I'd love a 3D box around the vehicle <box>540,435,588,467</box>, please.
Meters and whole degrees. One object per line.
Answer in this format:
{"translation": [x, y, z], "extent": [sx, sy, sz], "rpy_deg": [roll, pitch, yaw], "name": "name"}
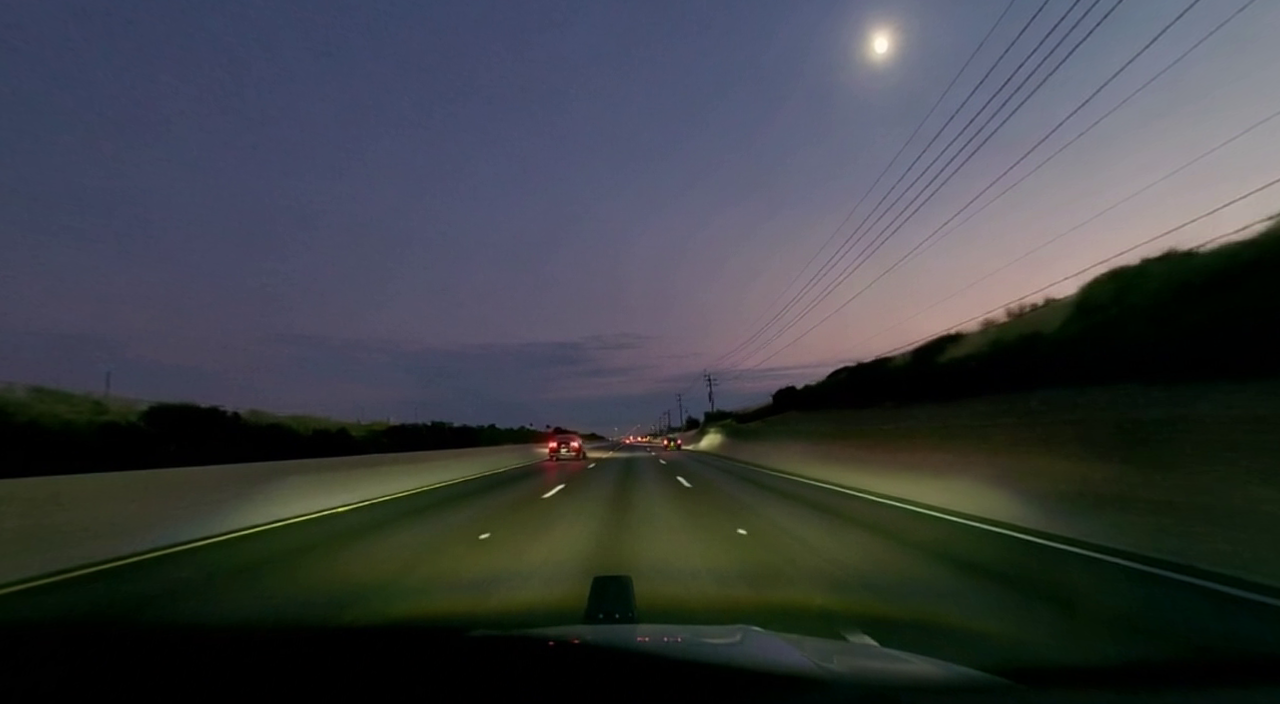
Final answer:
{"translation": [-3.969, 5.270, 33.694], "extent": [2.016, 1.543, 4.870], "rpy_deg": [0, -8, 0], "name": "vehicle"}
